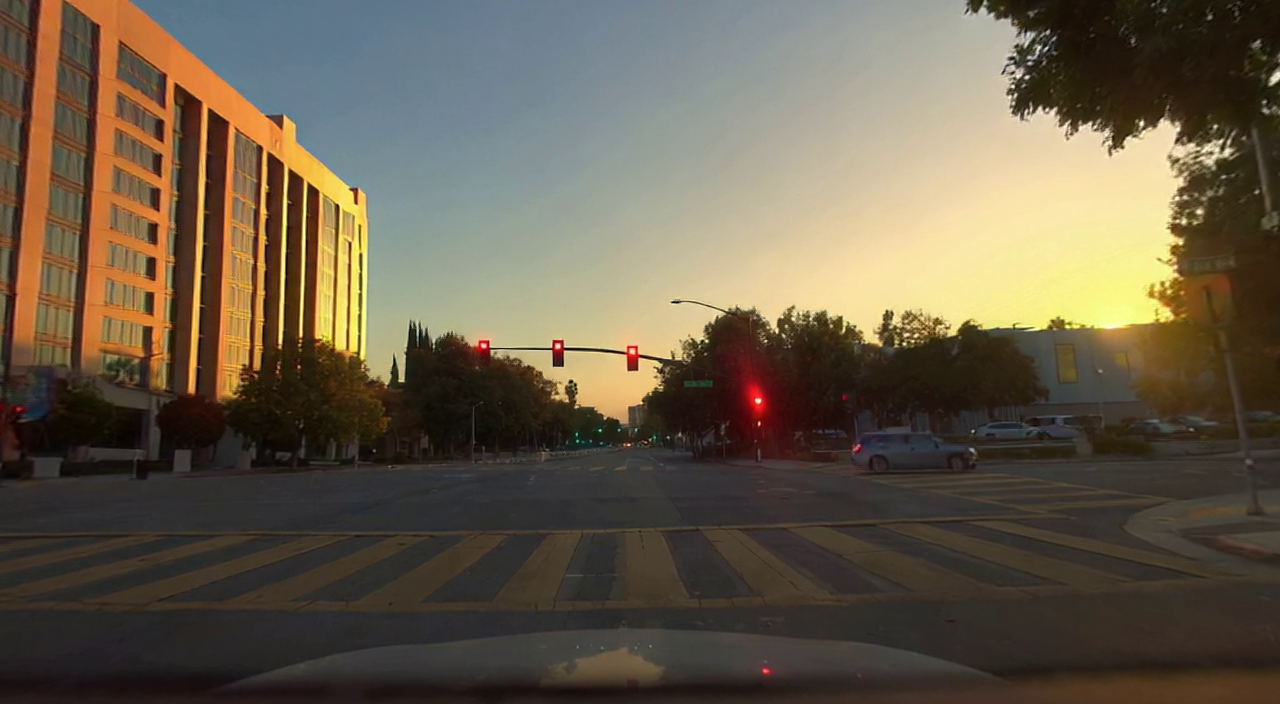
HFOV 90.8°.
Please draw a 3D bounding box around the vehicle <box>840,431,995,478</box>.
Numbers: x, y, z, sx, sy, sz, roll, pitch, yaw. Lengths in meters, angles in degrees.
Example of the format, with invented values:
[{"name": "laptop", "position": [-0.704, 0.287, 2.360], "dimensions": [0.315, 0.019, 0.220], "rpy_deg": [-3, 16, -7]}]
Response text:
[{"name": "vehicle", "position": [11.303, 4.218, 26.114], "dimensions": [5.357, 1.814, 2.141], "rpy_deg": [-1, -8, 4]}]
